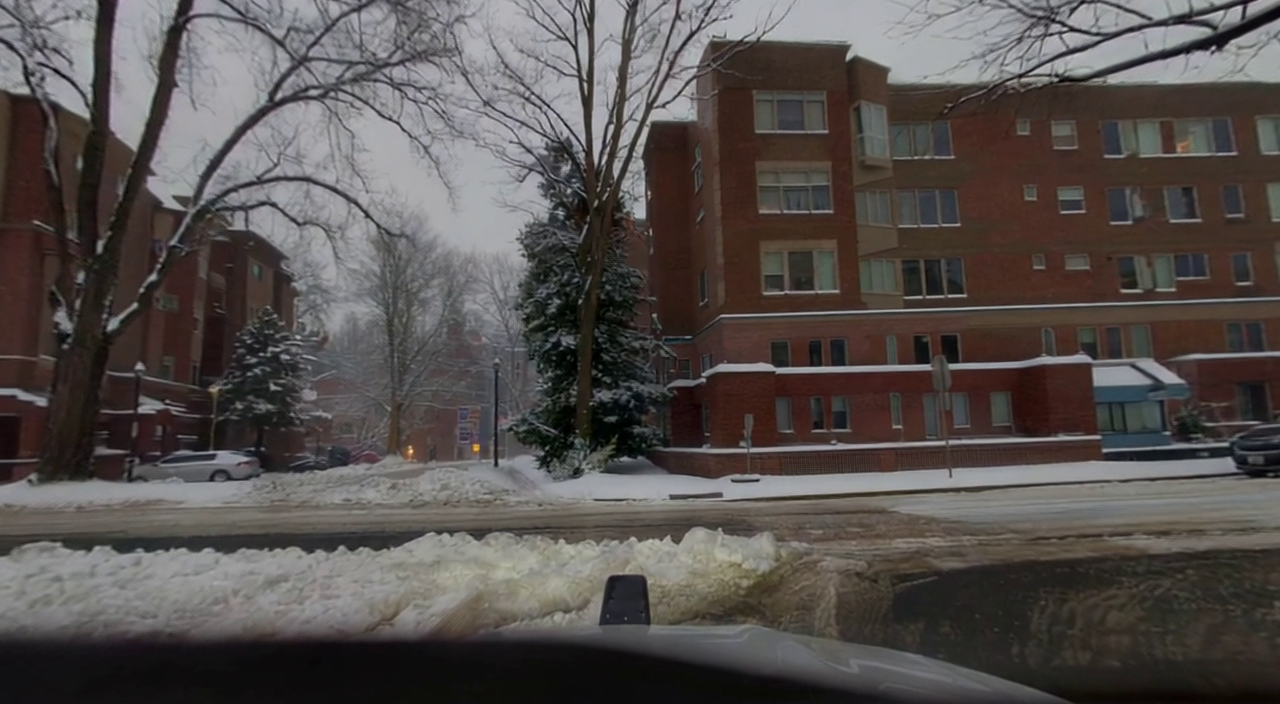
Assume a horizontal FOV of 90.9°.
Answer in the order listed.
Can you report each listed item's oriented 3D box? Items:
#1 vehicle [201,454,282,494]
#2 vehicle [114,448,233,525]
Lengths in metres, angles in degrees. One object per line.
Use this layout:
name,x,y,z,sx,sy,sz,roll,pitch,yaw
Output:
vehicle,-17.203,5.243,27.442,1.941,1.442,4.384,1,-8,-18
vehicle,-11.435,3.172,15.570,2.027,1.475,4.522,3,-9,-36
